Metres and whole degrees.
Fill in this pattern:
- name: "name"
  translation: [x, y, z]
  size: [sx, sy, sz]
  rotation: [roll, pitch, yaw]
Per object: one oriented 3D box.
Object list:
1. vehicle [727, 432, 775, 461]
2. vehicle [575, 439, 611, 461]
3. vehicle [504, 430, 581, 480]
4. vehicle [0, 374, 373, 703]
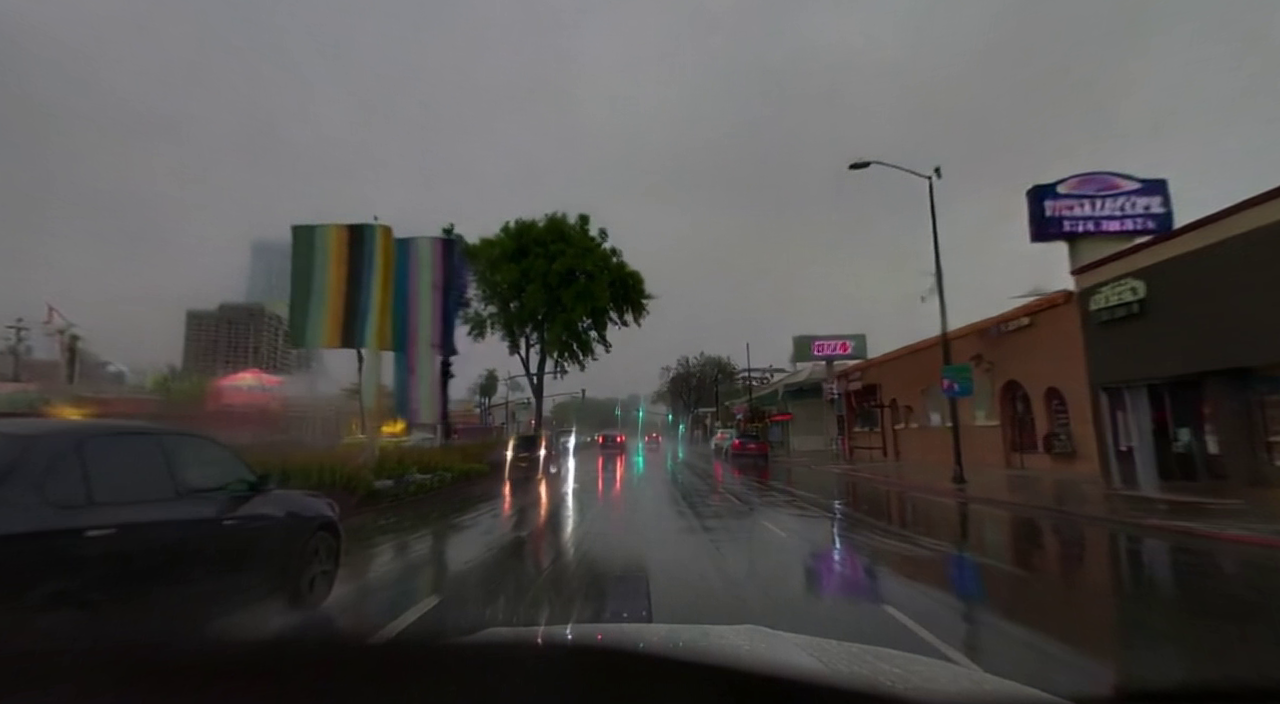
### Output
- name: "vehicle"
  translation: [7.761, 6.701, 44.660]
  size: [2.256, 1.936, 5.838]
  rotation: [0, -9, 0]
- name: "vehicle"
  translation: [-3.204, 6.807, 43.855]
  size: [2.044, 1.462, 4.624]
  rotation: [0, -9, 1]
- name: "vehicle"
  translation: [-3.382, 3.680, 22.690]
  size: [2.024, 1.636, 4.121]
  rotation: [0, -9, 1]
- name: "vehicle"
  translation: [-3.538, 1.014, 3.578]
  size: [2.032, 1.511, 4.424]
  rotation: [0, -9, 1]
